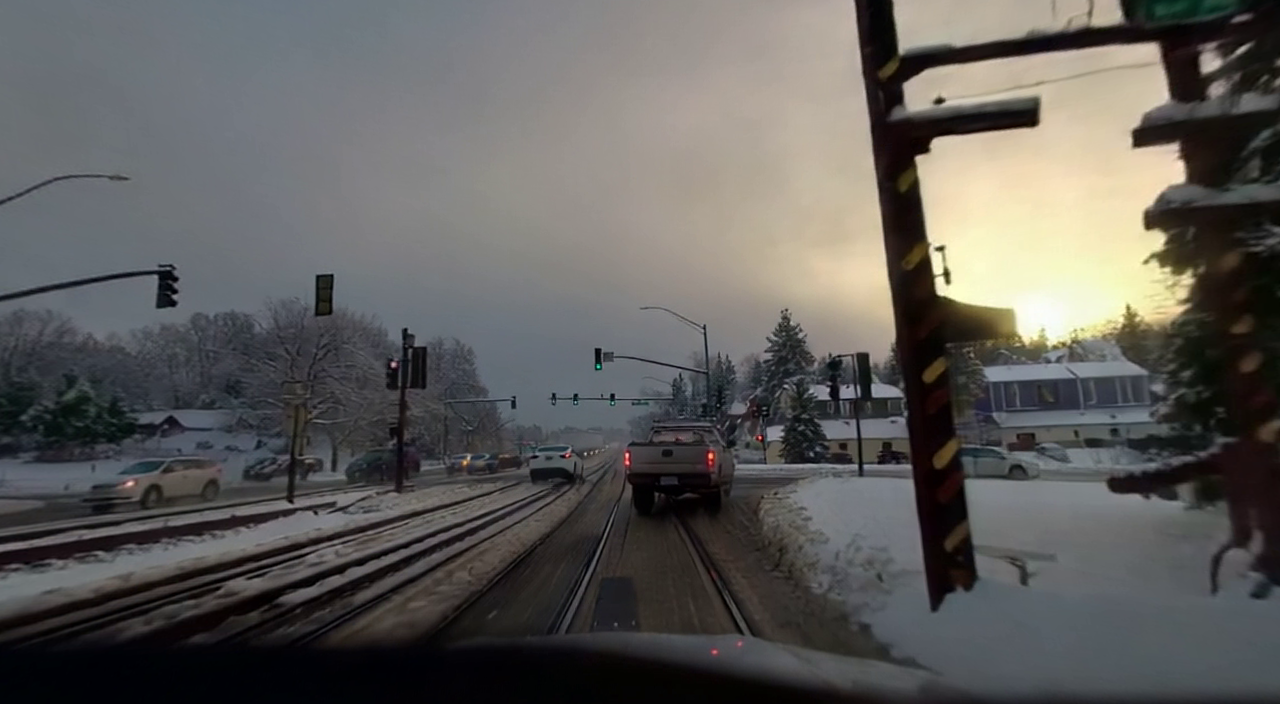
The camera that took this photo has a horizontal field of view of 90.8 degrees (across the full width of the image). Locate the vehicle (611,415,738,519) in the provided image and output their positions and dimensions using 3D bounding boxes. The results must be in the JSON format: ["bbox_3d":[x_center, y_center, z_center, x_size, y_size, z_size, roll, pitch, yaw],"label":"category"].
[{"bbox_3d":[0.929,2.579,14.617,2.404,1.926,5.251,-1,-9,6],"label":"vehicle"}]

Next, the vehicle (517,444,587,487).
[{"bbox_3d":[-3.234,4.286,24.227,2.004,1.482,4.799,0,-9,0],"label":"vehicle"}]

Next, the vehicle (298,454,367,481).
[{"bbox_3d":[-17.203,6.460,35.581,1.880,1.377,4.201,0,-9,-1],"label":"vehicle"}]

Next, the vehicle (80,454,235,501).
[{"bbox_3d":[-16.986,4.397,22.615,1.964,1.465,4.638,0,-9,-1],"label":"vehicle"}]

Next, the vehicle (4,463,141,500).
[{"bbox_3d":[-25.002,5.678,27.882,4.688,1.448,2.028,-2,-9,13],"label":"vehicle"}]

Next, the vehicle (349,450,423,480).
[{"bbox_3d":[-13.271,5.922,33.402,2.027,1.482,4.711,0,-9,-1],"label":"vehicle"}]

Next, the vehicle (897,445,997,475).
[{"bbox_3d":[16.341,5.724,33.689,4.412,1.494,2.136,3,-9,-15],"label":"vehicle"}]
